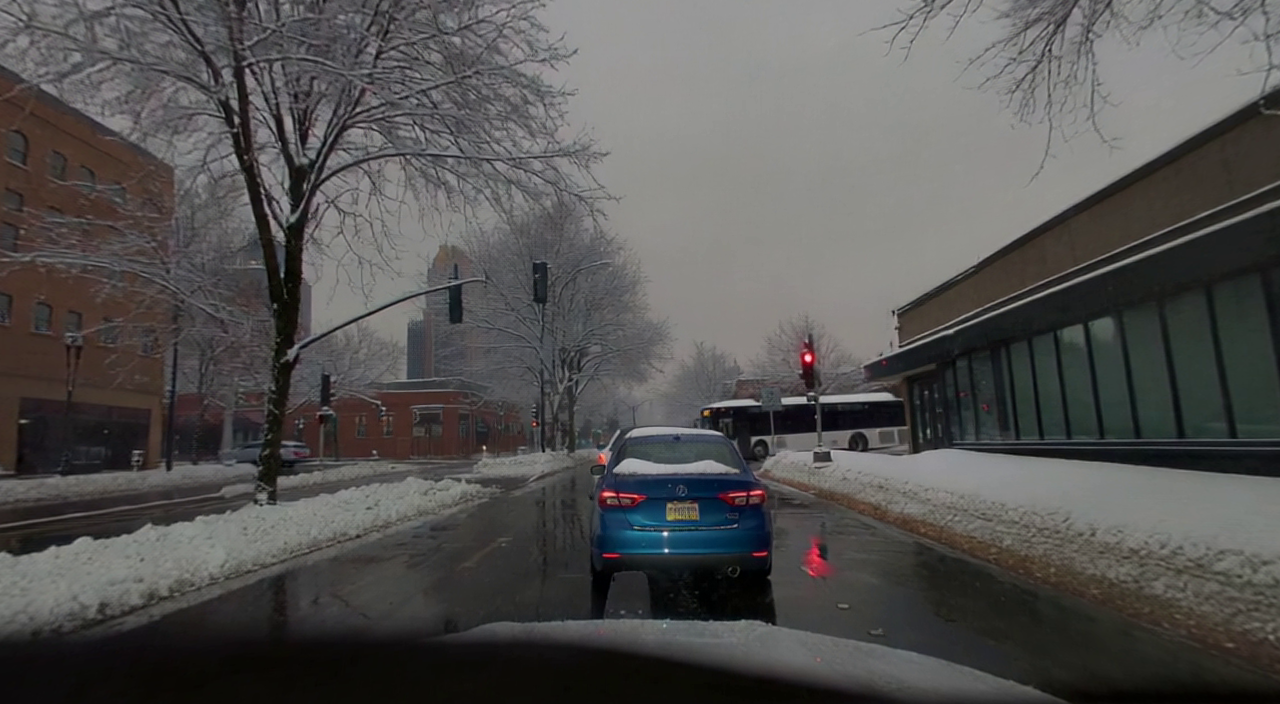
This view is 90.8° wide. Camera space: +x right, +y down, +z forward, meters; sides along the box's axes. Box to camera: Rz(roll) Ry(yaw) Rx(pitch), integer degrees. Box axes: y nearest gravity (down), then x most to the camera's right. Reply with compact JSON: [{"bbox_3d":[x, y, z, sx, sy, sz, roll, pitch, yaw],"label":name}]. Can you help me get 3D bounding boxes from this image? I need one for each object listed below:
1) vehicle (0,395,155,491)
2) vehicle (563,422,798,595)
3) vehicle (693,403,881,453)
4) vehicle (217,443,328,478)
[{"bbox_3d":[-25.941,3.644,25.324,2.692,3.685,10.153,-3,-9,20],"label":"vehicle"},{"bbox_3d":[0.384,1.629,7.383,2.006,1.470,3.799,0,-8,1],"label":"vehicle"},{"bbox_3d":[11.210,5.960,49.211,13.811,3.706,2.997,0,-9,0],"label":"vehicle"},{"bbox_3d":[-19.010,5.604,32.888,1.892,1.645,4.561,-6,-10,34],"label":"vehicle"}]
